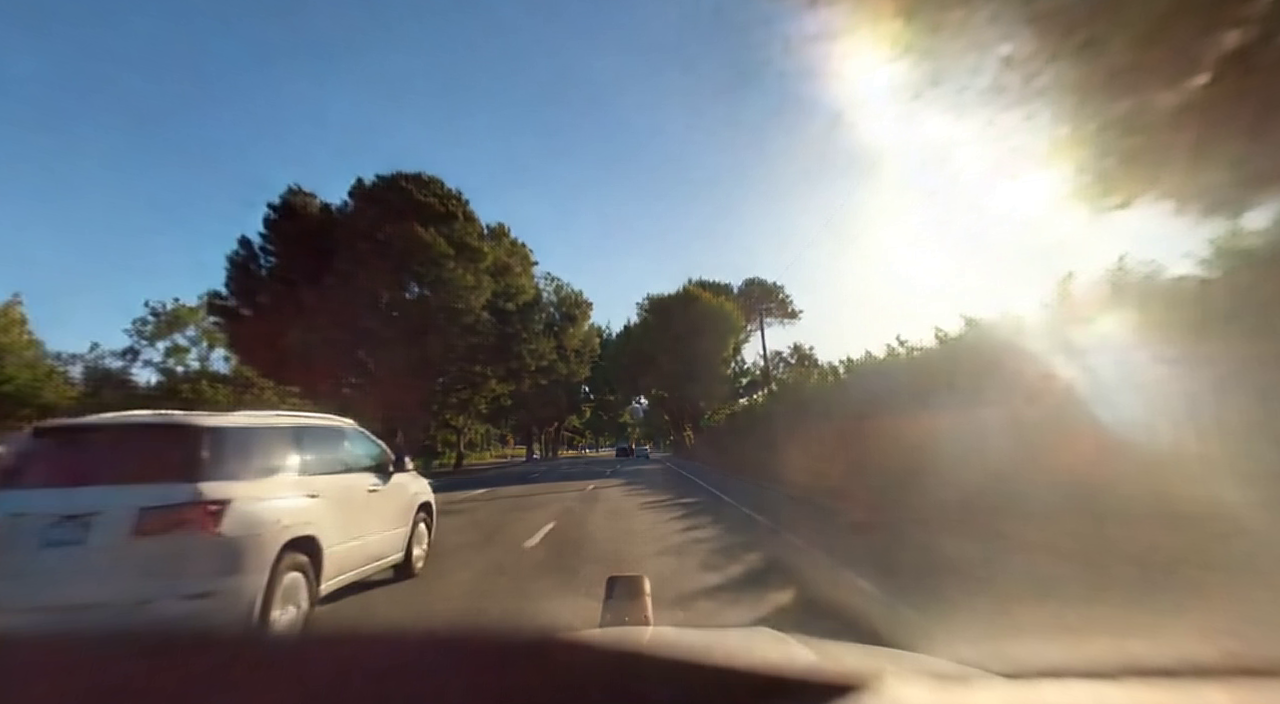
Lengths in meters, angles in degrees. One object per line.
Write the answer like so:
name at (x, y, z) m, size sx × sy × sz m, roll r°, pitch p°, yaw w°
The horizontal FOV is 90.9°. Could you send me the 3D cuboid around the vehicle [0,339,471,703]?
vehicle at (-3.168, 1.198, 5.231) m, size 2.160 × 1.855 × 4.695 m, roll 0°, pitch -8°, yaw 1°
